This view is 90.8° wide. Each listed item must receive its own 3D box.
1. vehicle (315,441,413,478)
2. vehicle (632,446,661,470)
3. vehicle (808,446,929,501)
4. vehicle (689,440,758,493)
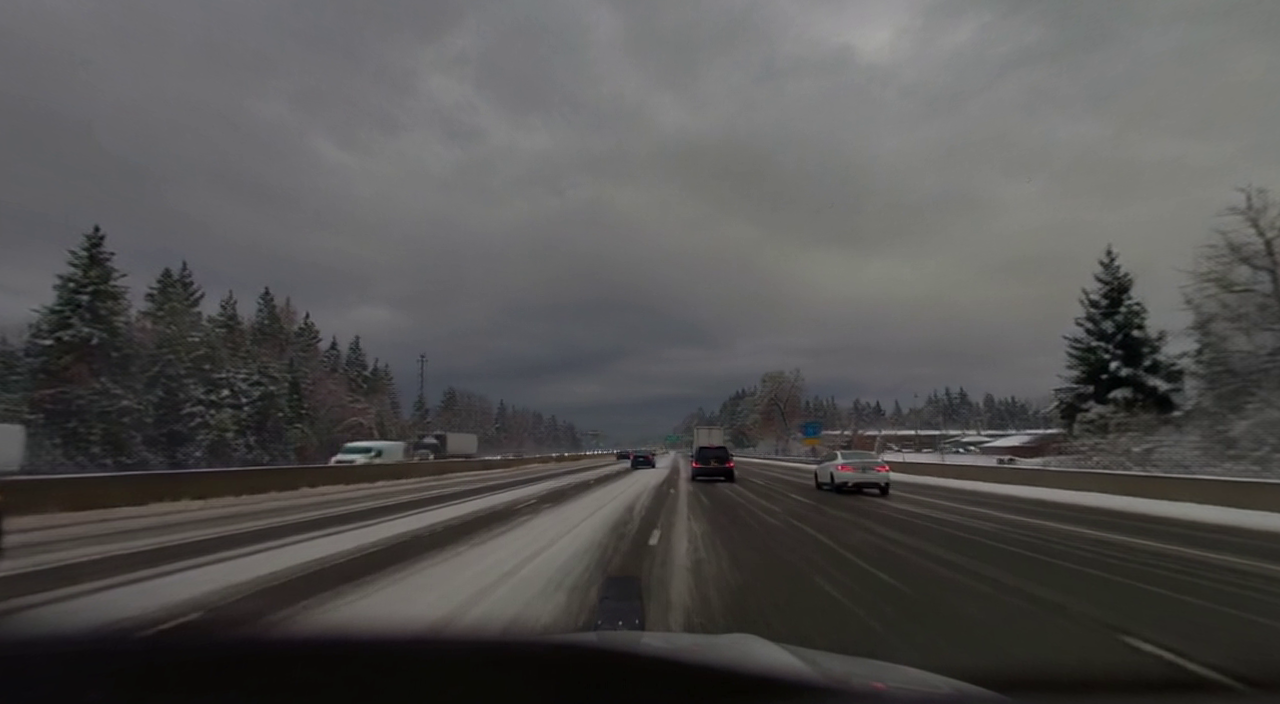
[{"bbox_3d":[-14.686,5.753,34.098,2.514,1.812,5.524,-1,-9,4],"label":"vehicle"},{"bbox_3d":[0.538,8.051,48.143,1.988,1.696,4.754,-1,-9,4],"label":"vehicle"},{"bbox_3d":[6.831,3.653,19.559,2.146,1.482,4.665,0,-9,2],"label":"vehicle"},{"bbox_3d":[2.926,4.120,23.166,2.103,1.717,4.399,0,-9,2],"label":"vehicle"}]
